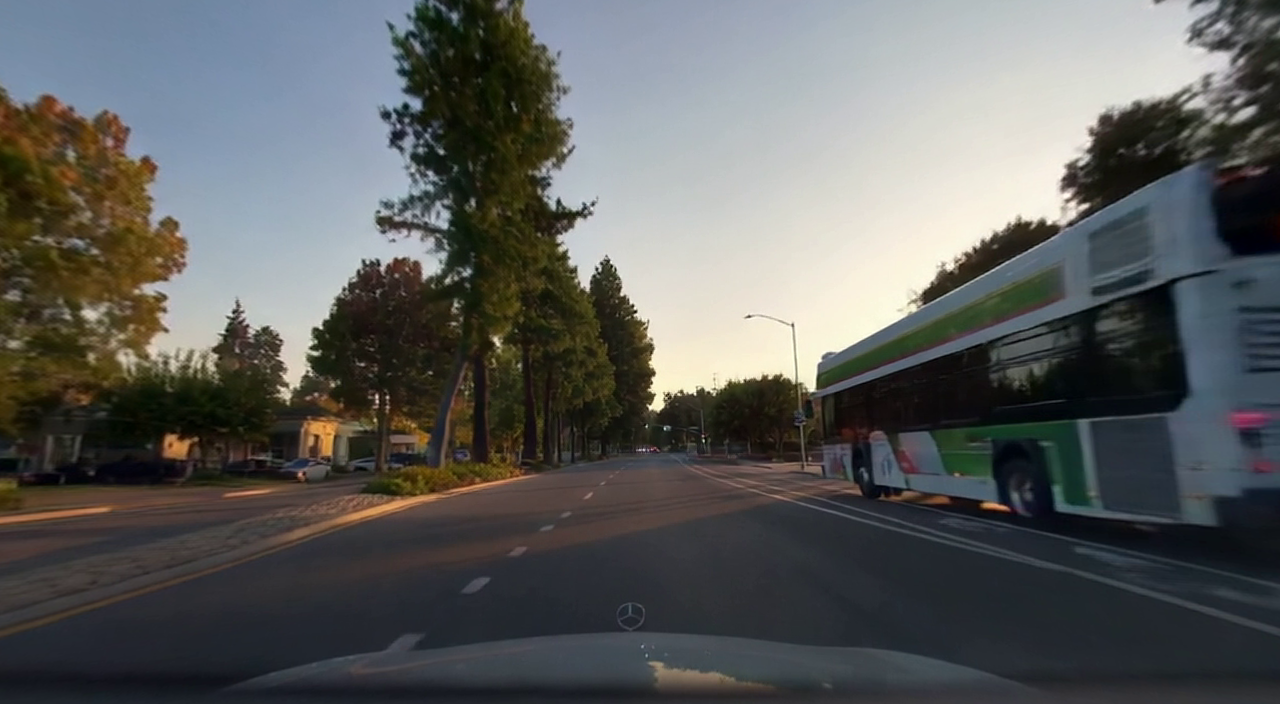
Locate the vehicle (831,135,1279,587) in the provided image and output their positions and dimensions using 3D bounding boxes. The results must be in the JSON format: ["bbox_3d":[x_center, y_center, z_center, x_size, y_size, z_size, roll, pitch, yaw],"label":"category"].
[{"bbox_3d":[8.171,0.883,12.710,4.582,4.678,12.589,0,-8,0],"label":"vehicle"}]

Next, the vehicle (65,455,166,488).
[{"bbox_3d":[-30.176,6.855,36.357,4.251,1.563,1.950,-3,-8,4],"label":"vehicle"}]

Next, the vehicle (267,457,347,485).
[{"bbox_3d":[-21.128,7.555,40.312,2.114,1.602,4.824,-1,-9,6],"label":"vehicle"}]
